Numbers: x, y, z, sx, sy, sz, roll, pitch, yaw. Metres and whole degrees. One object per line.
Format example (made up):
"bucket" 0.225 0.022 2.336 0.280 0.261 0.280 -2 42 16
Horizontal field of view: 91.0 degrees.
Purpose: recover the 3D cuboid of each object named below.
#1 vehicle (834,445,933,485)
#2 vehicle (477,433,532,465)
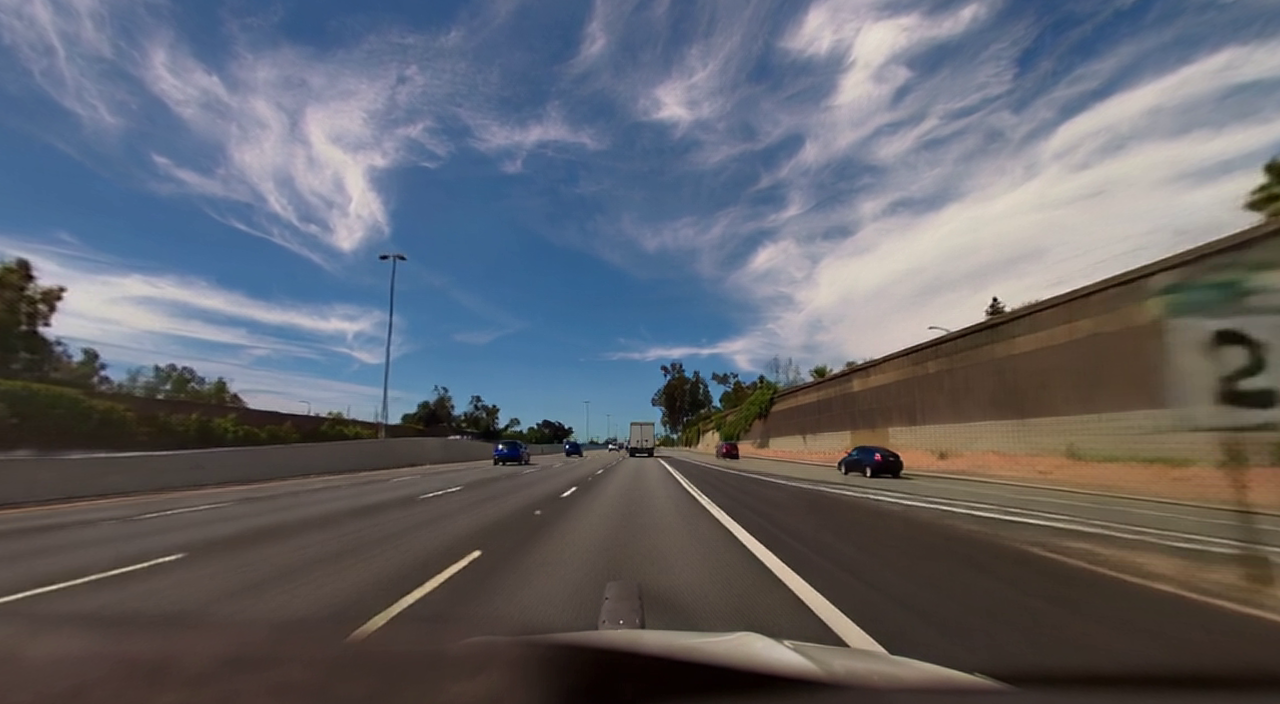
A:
"vehicle" 10.288 4.786 27.038 2.075 1.510 4.569 1 -9 -6
"vehicle" -9.823 7.110 46.363 2.571 2.169 6.443 0 -9 1
